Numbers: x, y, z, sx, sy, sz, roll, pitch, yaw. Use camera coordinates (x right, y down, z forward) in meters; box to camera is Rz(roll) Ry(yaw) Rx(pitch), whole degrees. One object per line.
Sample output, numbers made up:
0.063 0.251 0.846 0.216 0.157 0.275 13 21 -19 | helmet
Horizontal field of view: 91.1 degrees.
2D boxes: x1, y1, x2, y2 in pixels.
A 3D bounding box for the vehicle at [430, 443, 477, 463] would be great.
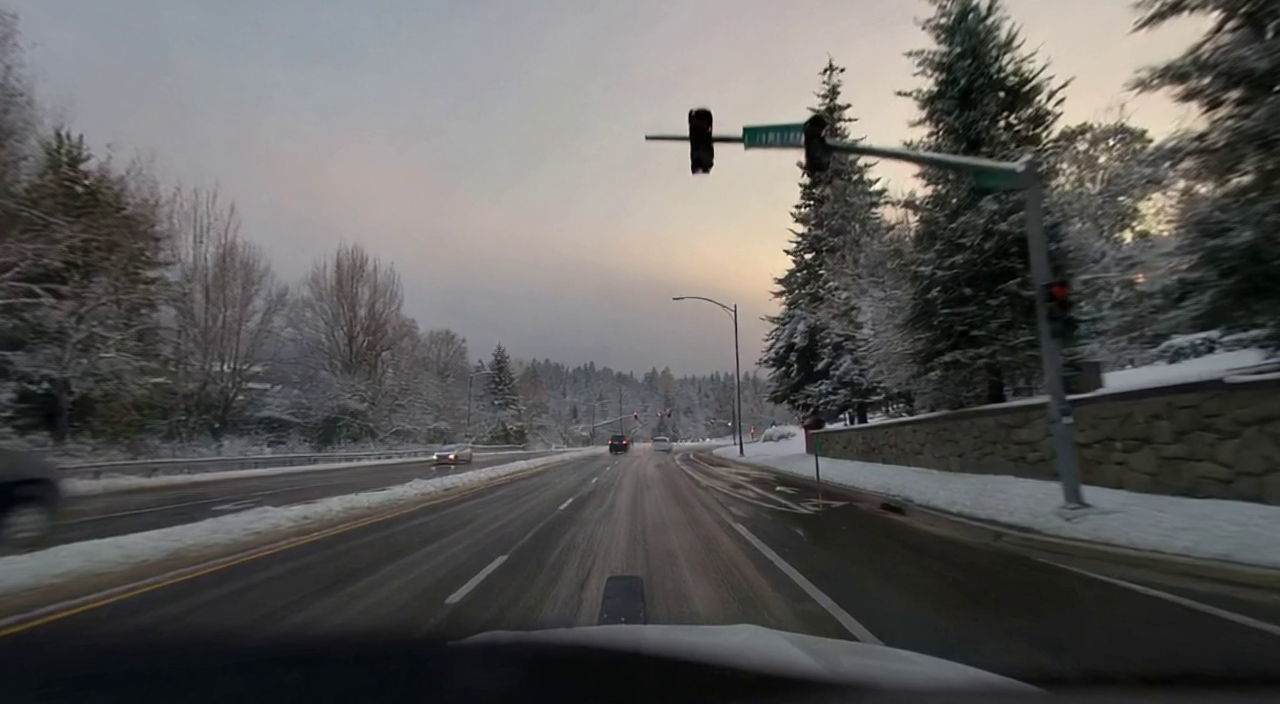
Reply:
-14.418 7.854 48.848 1.889 1.461 4.730 -1 -8 4 | vehicle
